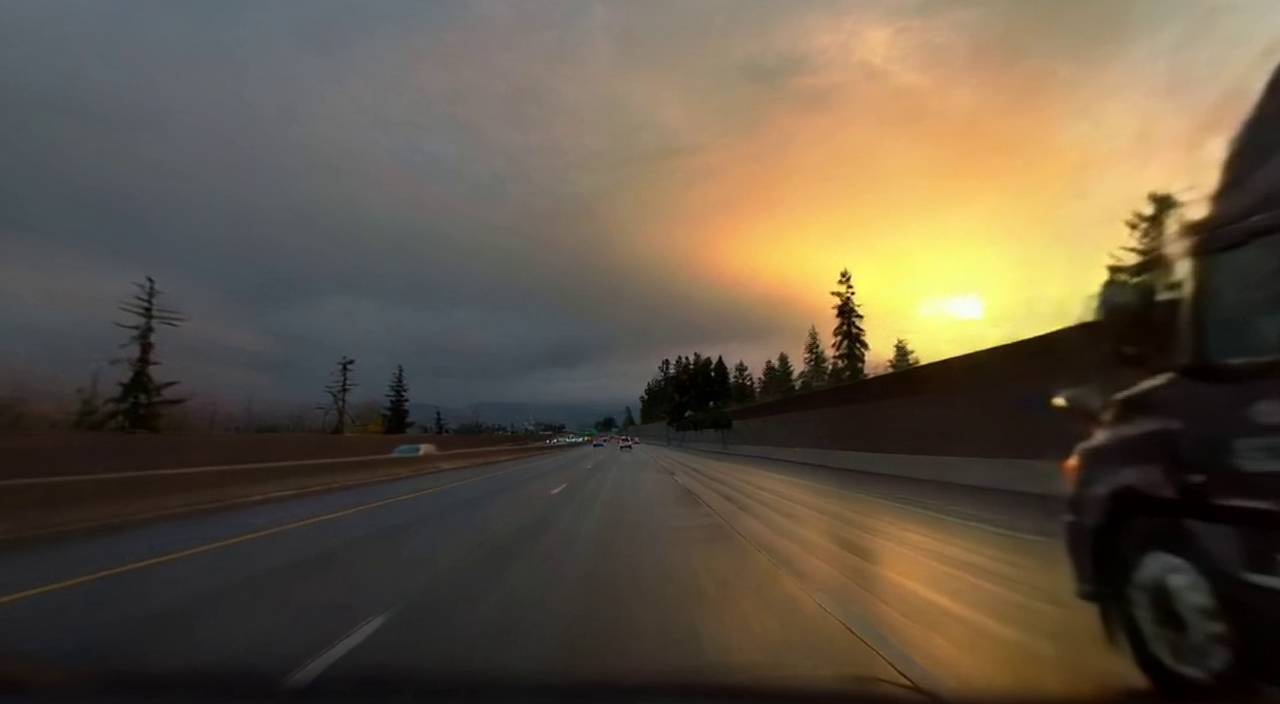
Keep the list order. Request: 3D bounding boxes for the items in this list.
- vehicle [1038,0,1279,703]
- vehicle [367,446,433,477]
[{"bbox_3d":[3.992,-0.626,0.546,3.055,4.061,6.127,0,-8,0],"label":"vehicle"},{"bbox_3d":[-12.610,5.756,33.406,1.882,1.483,4.305,0,-8,-1],"label":"vehicle"}]
